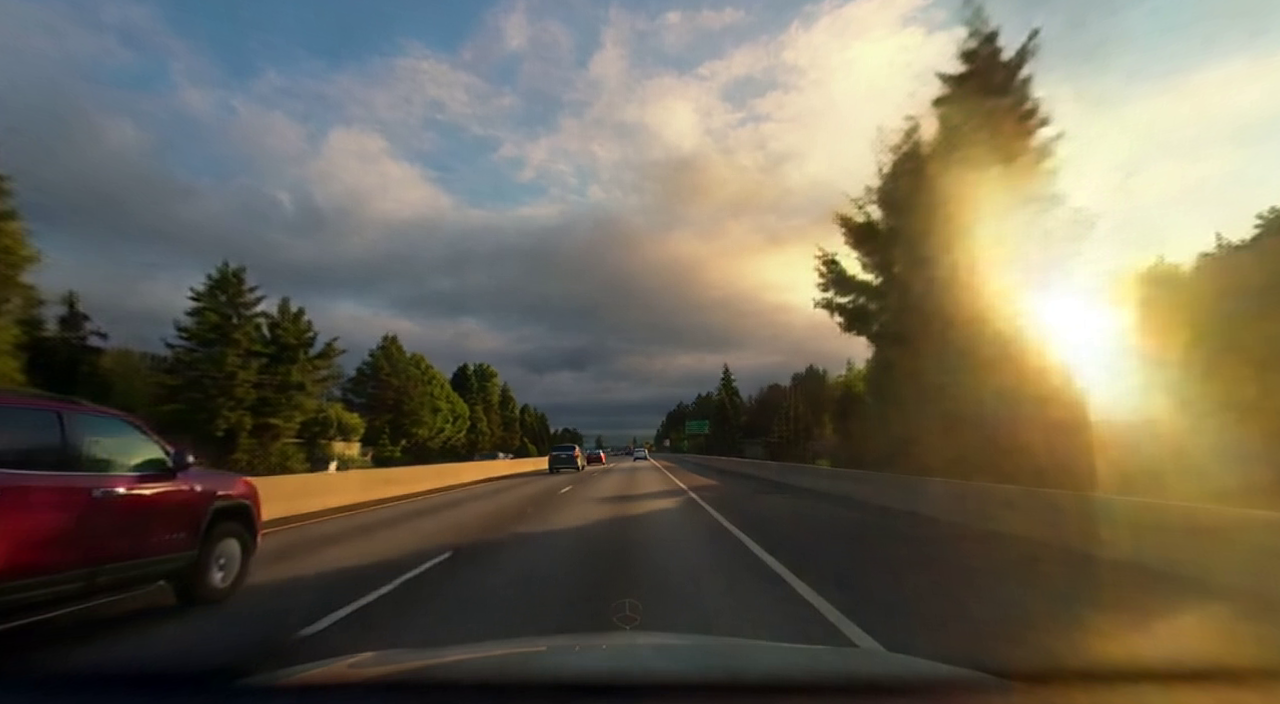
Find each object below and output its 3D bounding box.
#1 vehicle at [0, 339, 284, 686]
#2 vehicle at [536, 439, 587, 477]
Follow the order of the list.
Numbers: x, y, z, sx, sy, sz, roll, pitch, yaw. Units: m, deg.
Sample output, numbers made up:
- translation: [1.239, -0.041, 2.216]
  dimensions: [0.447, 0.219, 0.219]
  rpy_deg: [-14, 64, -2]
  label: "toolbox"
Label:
- translation: [-4.670, 0.967, 3.922]
  dimensions: [2.102, 1.941, 4.703]
  rpy_deg: [0, -9, 0]
  label: "vehicle"
- translation: [-4.000, 5.522, 32.915]
  dimensions: [2.056, 1.811, 4.202]
  rpy_deg: [0, -9, 1]
  label: "vehicle"
